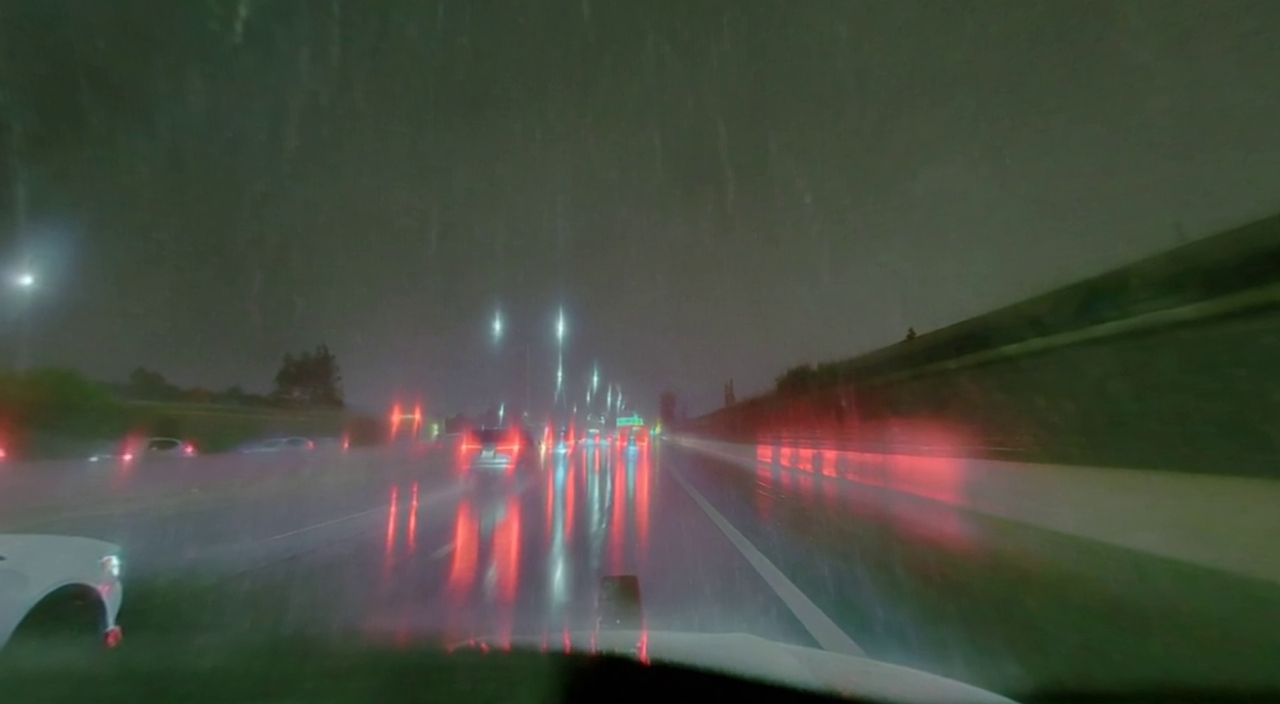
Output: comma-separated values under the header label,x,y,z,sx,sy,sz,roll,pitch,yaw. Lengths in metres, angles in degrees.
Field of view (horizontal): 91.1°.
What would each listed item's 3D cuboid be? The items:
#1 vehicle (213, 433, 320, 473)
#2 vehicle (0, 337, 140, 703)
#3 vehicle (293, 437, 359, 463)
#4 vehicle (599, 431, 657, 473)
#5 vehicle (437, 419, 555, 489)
label,x,y,z,sx,sy,sz,roll,pitch,yaw
vehicle,-15.512,4.201,26.392,1.982,1.516,4.137,0,-8,0
vehicle,-3.788,0.600,1.207,2.107,1.703,4.274,0,-8,0
vehicle,-19.721,6.166,39.731,1.851,1.499,4.500,0,-8,0
vehicle,-0.444,3.841,24.441,2.070,1.452,3.834,0,-8,0
vehicle,-3.839,2.813,17.717,2.154,1.690,4.595,0,-8,1
